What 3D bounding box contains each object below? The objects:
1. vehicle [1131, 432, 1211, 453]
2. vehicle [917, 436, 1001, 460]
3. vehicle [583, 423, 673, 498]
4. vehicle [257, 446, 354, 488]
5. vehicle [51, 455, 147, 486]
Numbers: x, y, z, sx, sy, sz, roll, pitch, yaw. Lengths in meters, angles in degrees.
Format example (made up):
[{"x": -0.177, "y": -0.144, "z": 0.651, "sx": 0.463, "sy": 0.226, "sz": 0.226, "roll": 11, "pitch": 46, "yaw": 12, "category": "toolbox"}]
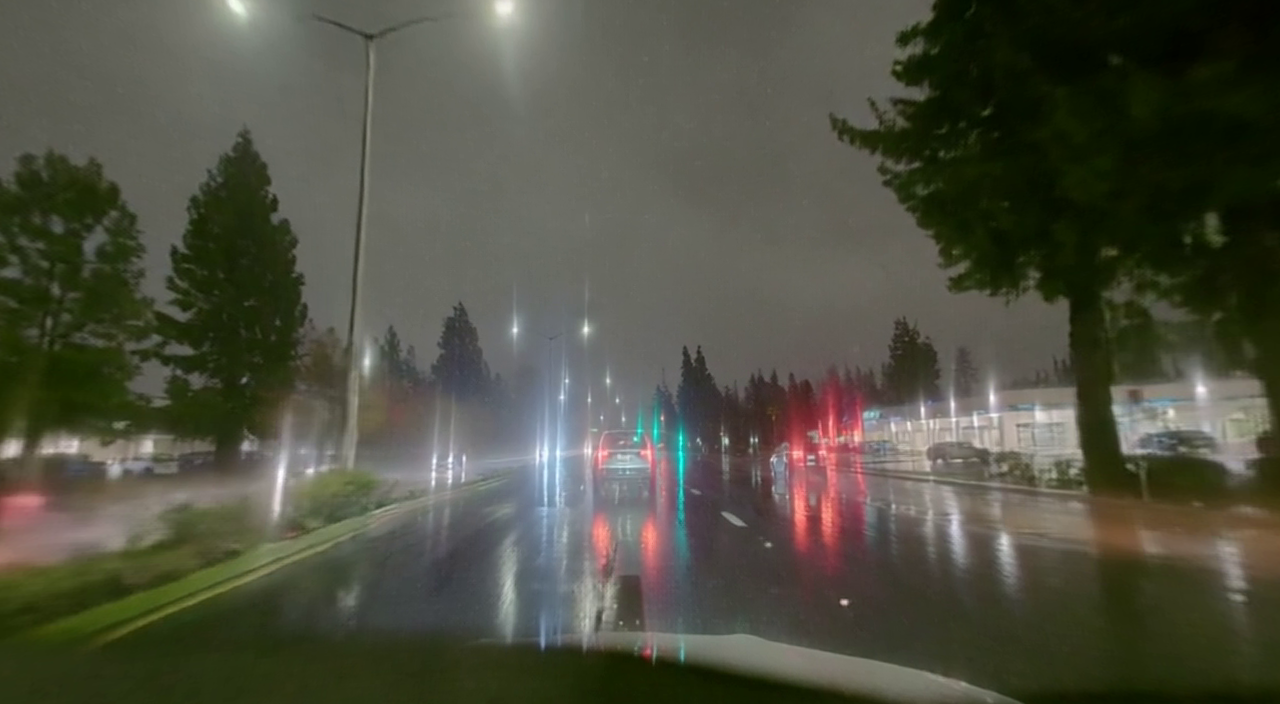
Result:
[{"x": 39.822, "y": 6.802, "z": 47.441, "sx": 4.167, "sy": 1.455, "sz": 2.067, "roll": 0, "pitch": -8, "yaw": 0, "category": "vehicle"}, {"x": 20.695, "y": 6.242, "z": 41.137, "sx": 4.339, "sy": 1.456, "sz": 2.030, "roll": 0, "pitch": -8, "yaw": -3, "category": "vehicle"}, {"x": -0.459, "y": 3.121, "z": 18.590, "sx": 2.300, "sy": 1.870, "sz": 4.936, "roll": 0, "pitch": -8, "yaw": -4, "category": "vehicle"}, {"x": -16.349, "y": 5.600, "z": 31.189, "sx": 2.127, "sy": 1.836, "sz": 4.833, "roll": 0, "pitch": -8, "yaw": 0, "category": "vehicle"}, {"x": -28.948, "y": 6.329, "z": 33.864, "sx": 3.520, "sy": 1.405, "sz": 1.750, "roll": -2, "pitch": -9, "yaw": -1, "category": "vehicle"}]
